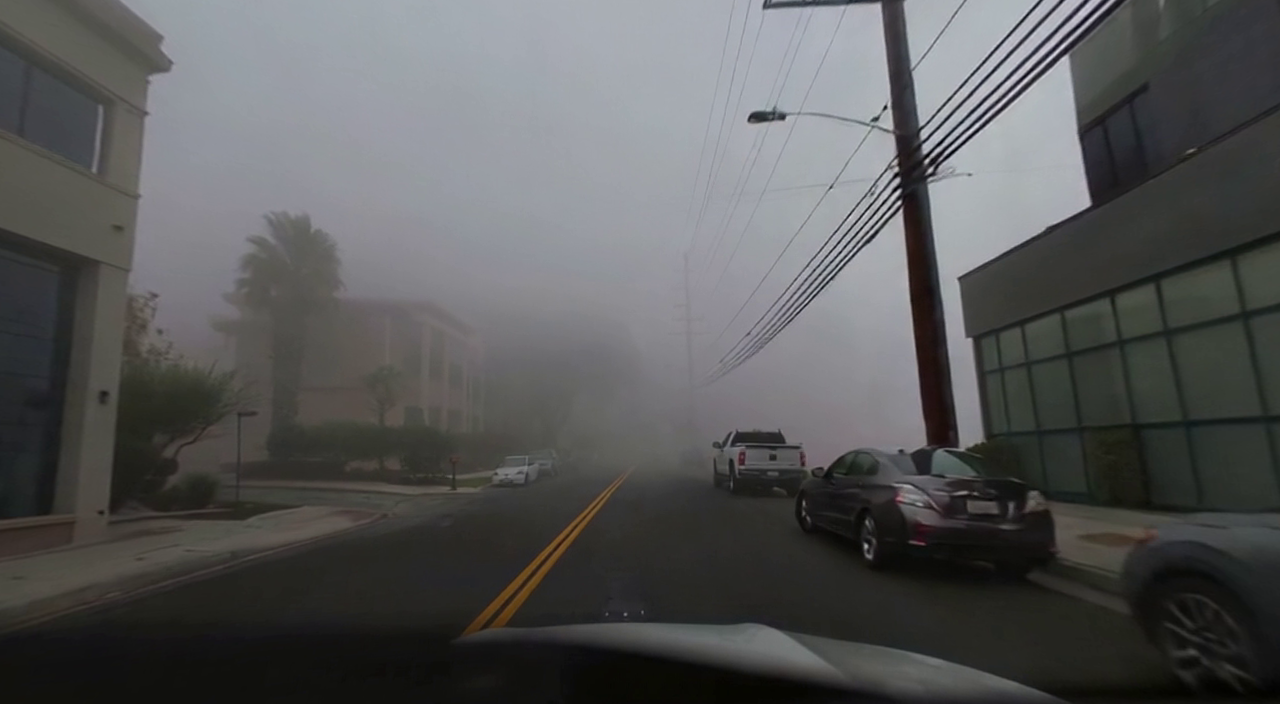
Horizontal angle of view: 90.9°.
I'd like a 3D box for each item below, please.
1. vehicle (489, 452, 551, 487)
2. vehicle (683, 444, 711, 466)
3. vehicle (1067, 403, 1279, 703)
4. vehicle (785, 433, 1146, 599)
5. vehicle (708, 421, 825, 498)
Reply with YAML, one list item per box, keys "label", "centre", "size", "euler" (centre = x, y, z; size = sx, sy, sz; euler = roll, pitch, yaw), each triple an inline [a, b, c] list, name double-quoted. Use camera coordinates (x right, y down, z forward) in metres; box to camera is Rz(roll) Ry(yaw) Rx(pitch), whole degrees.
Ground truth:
- label: "vehicle"
  centre: [-5.696, 5.626, 30.572]
  size: [1.982, 1.453, 4.577]
  euler: [0, -8, 1]
- label: "vehicle"
  centre: [4.357, 7.921, 48.870]
  size: [1.948, 1.607, 4.873]
  euler: [-1, -8, 3]
- label: "vehicle"
  centre: [3.688, 0.817, 1.440]
  size: [1.961, 1.546, 4.857]
  euler: [0, -8, -1]
- label: "vehicle"
  centre: [3.593, 1.867, 8.294]
  size: [2.060, 1.513, 4.741]
  euler: [0, -8, -3]
- label: "vehicle"
  centre: [3.816, 3.401, 20.456]
  size: [2.485, 2.123, 6.029]
  euler: [0, -8, -1]
